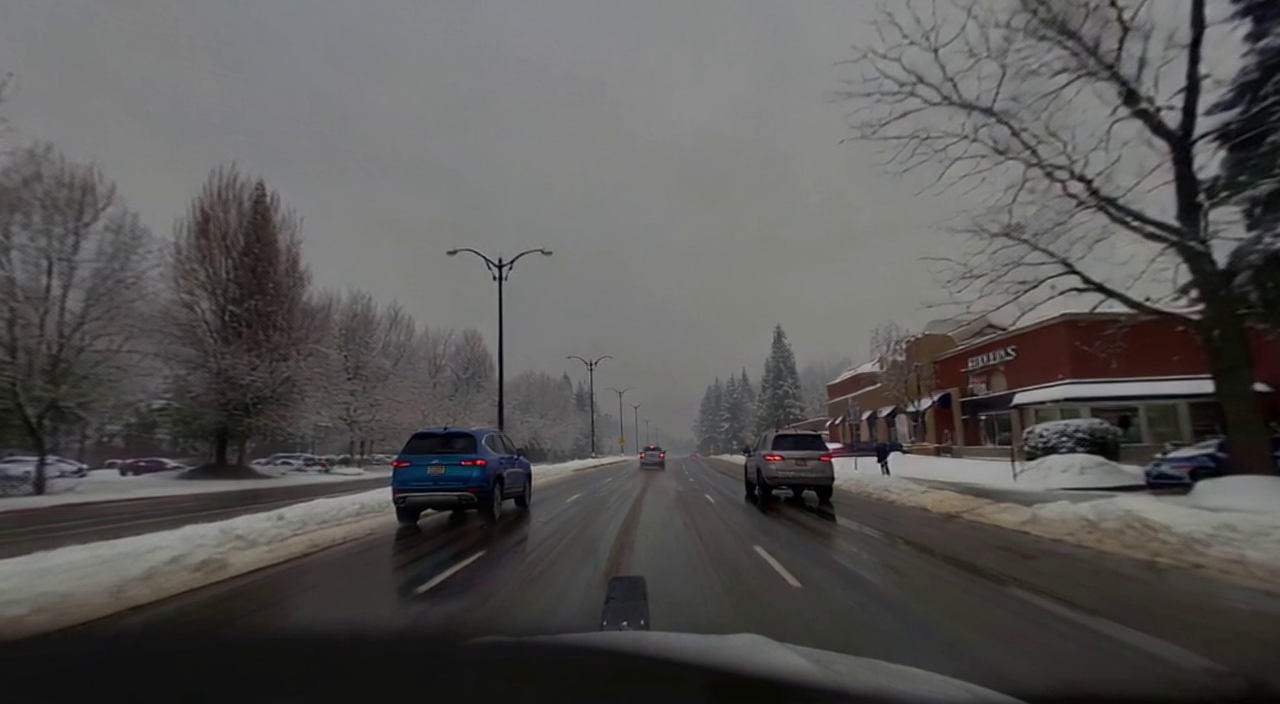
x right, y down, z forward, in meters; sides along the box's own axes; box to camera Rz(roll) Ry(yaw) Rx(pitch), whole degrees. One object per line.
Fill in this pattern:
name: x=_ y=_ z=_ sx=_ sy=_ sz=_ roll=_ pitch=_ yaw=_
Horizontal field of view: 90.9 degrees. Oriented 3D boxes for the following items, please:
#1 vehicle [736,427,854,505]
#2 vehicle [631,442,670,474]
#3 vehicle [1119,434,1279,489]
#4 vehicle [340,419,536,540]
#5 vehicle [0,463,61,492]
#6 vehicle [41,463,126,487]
vehicle: x=3.938 y=2.970 z=16.852 sx=2.083 sy=1.779 sz=4.347 roll=0 pitch=-8 yaw=1
vehicle: x=0.647 y=5.932 z=35.452 sx=2.067 sy=1.702 sz=3.987 roll=0 pitch=-8 yaw=2
vehicle: x=18.167 y=3.401 z=19.784 sx=4.601 sy=1.603 sz=1.852 roll=-4 pitch=-10 yaw=28
vehicle: x=-3.451 y=2.268 z=11.873 sx=2.047 sy=1.810 sz=4.414 roll=0 pitch=-8 yaw=2
vehicle: x=-42.630 y=8.534 z=42.846 sx=4.648 sy=1.811 sz=2.029 roll=-1 pitch=-8 yaw=6
vehicle: x=-42.756 y=9.448 z=48.478 sx=4.647 sy=1.733 sz=2.030 roll=0 pitch=-8 yaw=3
